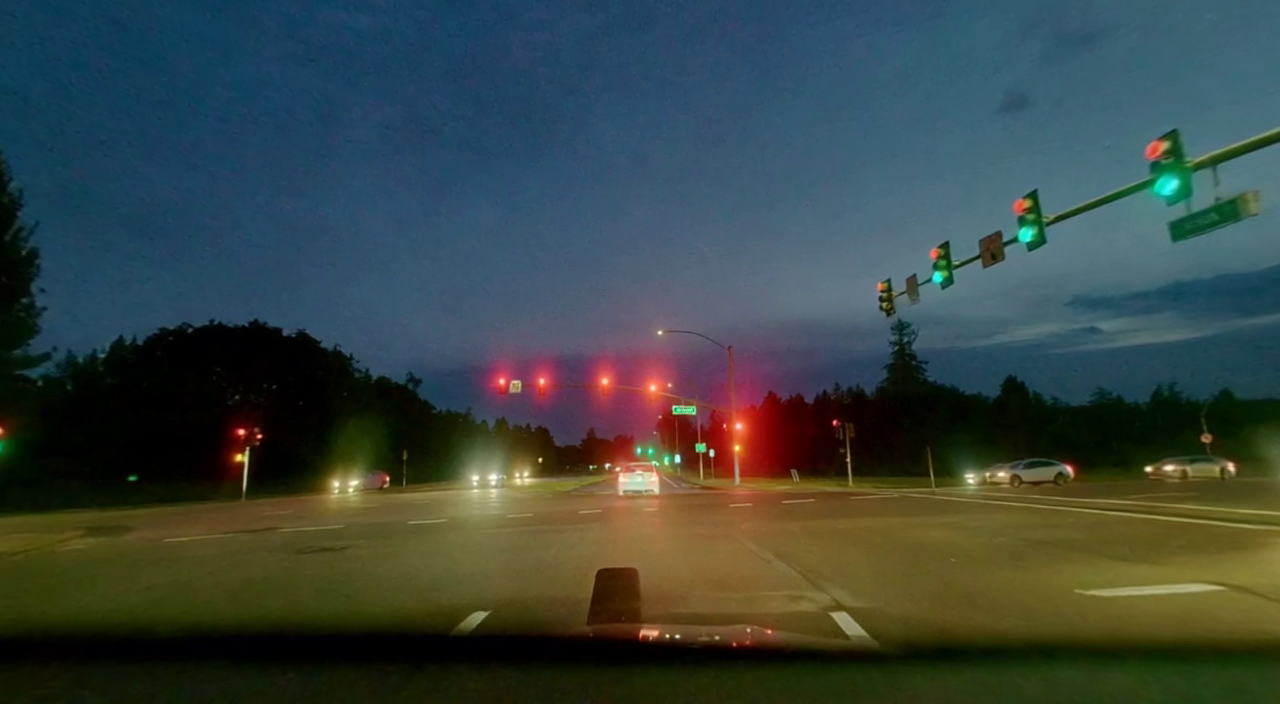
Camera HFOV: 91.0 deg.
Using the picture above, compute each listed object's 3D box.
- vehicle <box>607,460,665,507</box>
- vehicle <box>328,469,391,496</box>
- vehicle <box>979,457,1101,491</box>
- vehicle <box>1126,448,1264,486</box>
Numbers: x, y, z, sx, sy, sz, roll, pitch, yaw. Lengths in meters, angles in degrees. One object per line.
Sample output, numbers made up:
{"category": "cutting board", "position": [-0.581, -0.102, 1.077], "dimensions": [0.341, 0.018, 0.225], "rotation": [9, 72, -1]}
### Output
{"category": "vehicle", "position": [-0.113, 4.717, 22.924], "dimensions": [1.954, 1.469, 3.465], "rotation": [0, -9, 1]}
{"category": "vehicle", "position": [-20.512, 9.547, 46.247], "dimensions": [2.189, 1.720, 4.653], "rotation": [-1, -9, 4]}
{"category": "vehicle", "position": [18.481, 5.620, 29.170], "dimensions": [4.441, 1.466, 1.982], "rotation": [1, -9, -9]}
{"category": "vehicle", "position": [26.544, 5.467, 30.178], "dimensions": [4.825, 1.725, 2.258], "rotation": [1, -9, -10]}
